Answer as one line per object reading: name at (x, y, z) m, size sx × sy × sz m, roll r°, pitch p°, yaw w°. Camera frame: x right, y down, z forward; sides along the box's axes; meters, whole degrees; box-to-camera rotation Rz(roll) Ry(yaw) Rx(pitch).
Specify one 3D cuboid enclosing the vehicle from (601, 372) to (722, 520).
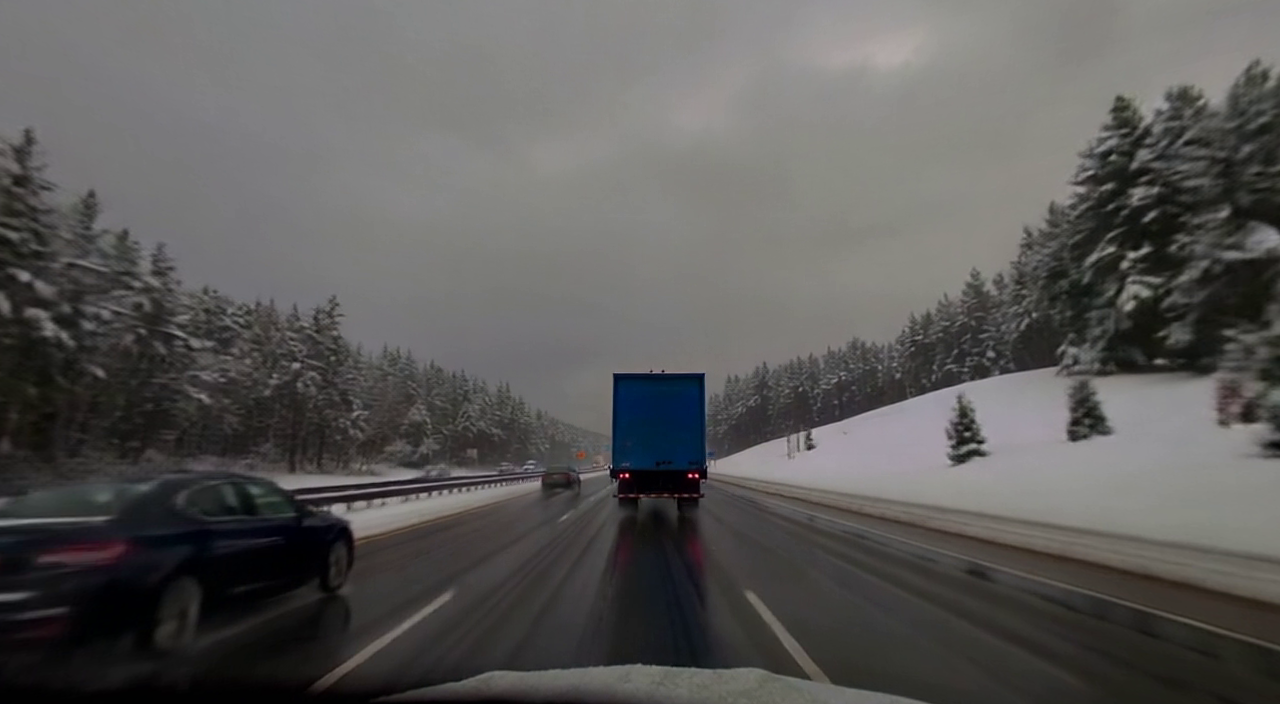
vehicle at (0.571, 3.212, 20.676) m, size 3.008 × 3.678 × 9.512 m, roll 1°, pitch -10°, yaw 0°

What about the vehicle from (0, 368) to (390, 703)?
vehicle at (-3.787, 1.246, 4.498) m, size 2.076 × 1.691 × 4.555 m, roll 1°, pitch -10°, yaw 0°

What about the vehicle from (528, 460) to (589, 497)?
vehicle at (-3.597, 5.722, 28.769) m, size 2.079 × 1.506 × 4.821 m, roll 0°, pitch -10°, yaw 1°

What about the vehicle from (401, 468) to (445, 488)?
vehicle at (-16.305, 9.518, 47.584) m, size 1.737 × 1.393 × 4.108 m, roll 0°, pitch -10°, yaw 1°
